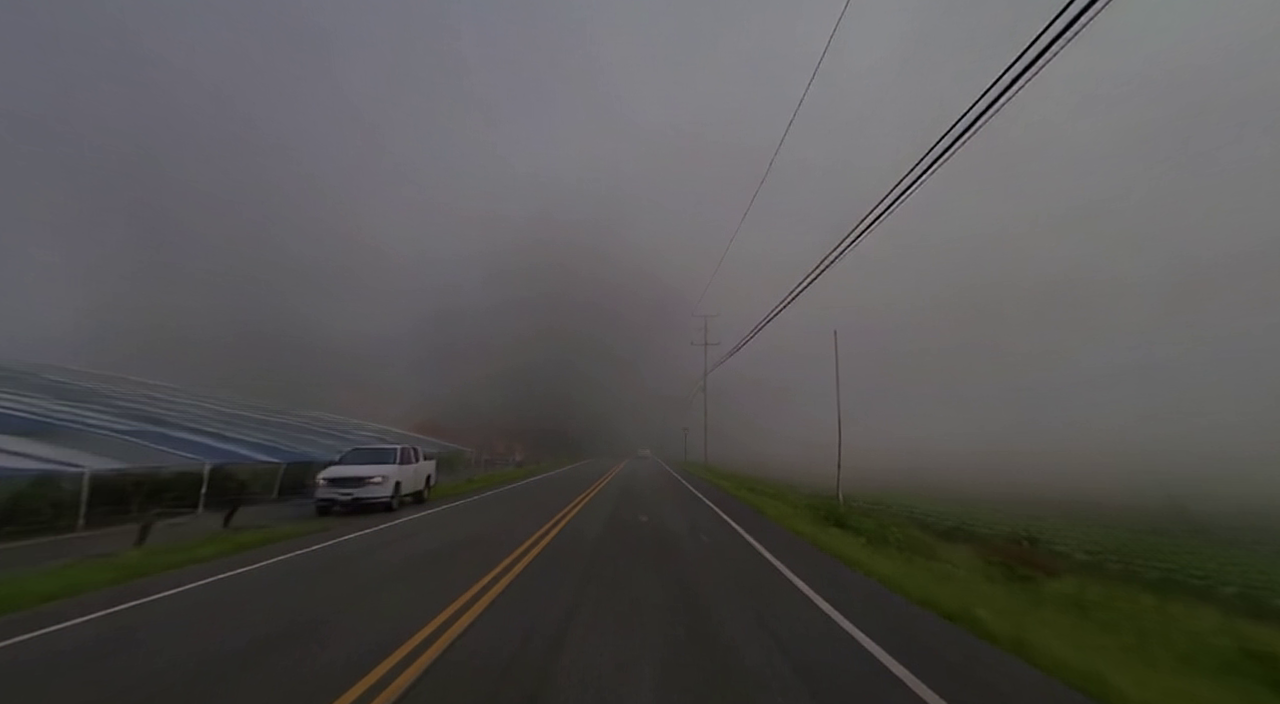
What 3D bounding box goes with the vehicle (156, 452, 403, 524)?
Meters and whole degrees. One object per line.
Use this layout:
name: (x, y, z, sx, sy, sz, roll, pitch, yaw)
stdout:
vehicle: (-8.138, 3.084, 14.601, 4.525, 1.499, 1.934, 0, -8, 1)
